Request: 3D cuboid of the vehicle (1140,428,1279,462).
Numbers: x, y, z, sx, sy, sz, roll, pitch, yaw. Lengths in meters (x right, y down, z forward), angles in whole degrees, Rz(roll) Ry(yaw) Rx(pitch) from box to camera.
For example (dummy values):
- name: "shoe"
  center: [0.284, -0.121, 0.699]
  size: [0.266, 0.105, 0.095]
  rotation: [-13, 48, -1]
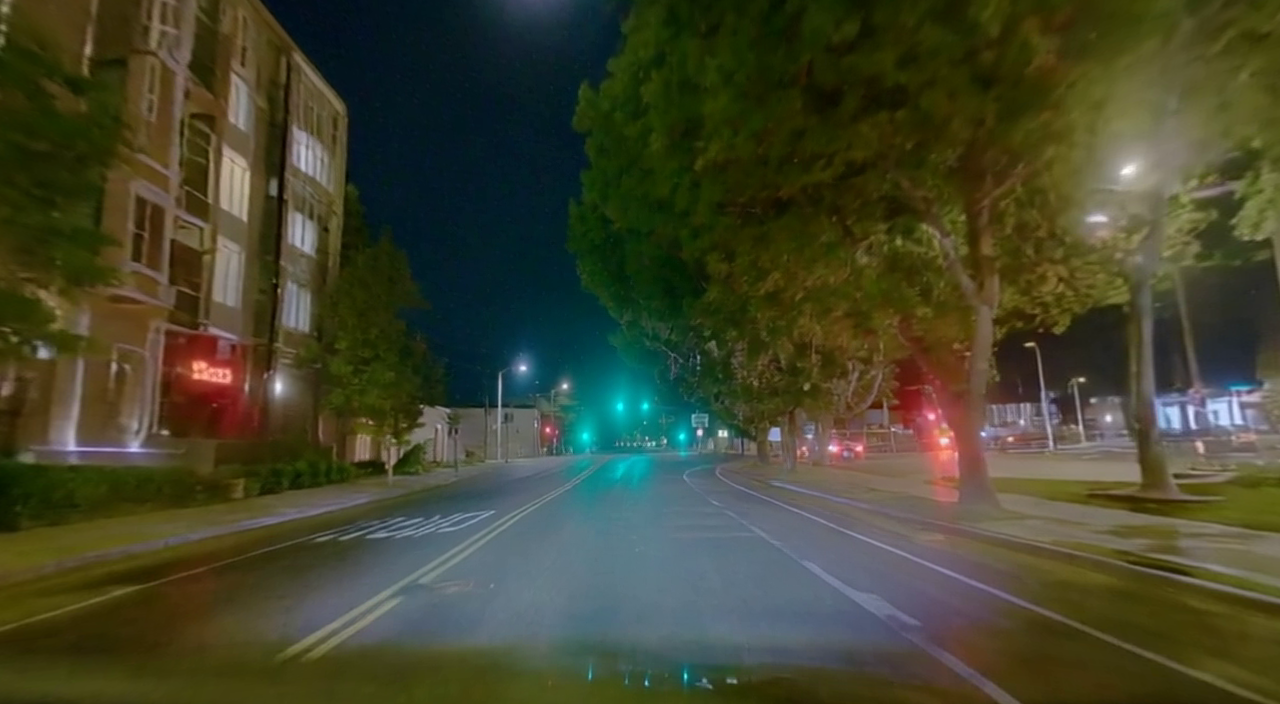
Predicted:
- name: "vehicle"
  center: [31.680, 5.149, 34.919]
  size: [1.981, 1.712, 5.765]
  rotation: [6, -11, -38]
